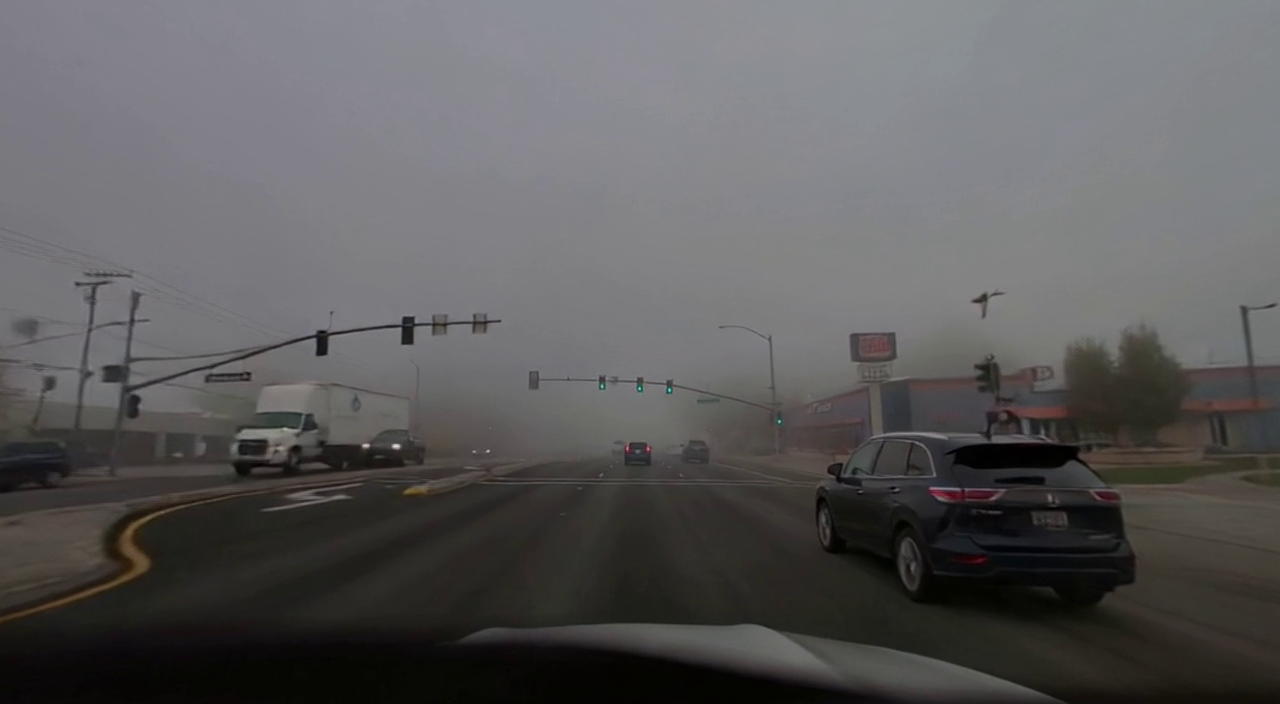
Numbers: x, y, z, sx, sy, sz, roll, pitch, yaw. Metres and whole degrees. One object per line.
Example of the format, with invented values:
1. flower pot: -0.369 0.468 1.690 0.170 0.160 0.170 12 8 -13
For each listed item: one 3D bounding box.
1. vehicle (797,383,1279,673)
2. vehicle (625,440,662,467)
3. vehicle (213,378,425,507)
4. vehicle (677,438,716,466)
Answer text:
1. vehicle: 3.057 1.352 5.960 1.969 1.682 4.387 0 -9 0
2. vehicle: 0.130 5.962 37.203 2.023 1.532 3.891 0 -9 -2
3. vehicle: -7.309 2.210 15.411 2.334 2.525 5.893 0 -9 -4
4. vehicle: 3.544 6.359 40.218 2.085 1.668 4.077 0 -9 -1
